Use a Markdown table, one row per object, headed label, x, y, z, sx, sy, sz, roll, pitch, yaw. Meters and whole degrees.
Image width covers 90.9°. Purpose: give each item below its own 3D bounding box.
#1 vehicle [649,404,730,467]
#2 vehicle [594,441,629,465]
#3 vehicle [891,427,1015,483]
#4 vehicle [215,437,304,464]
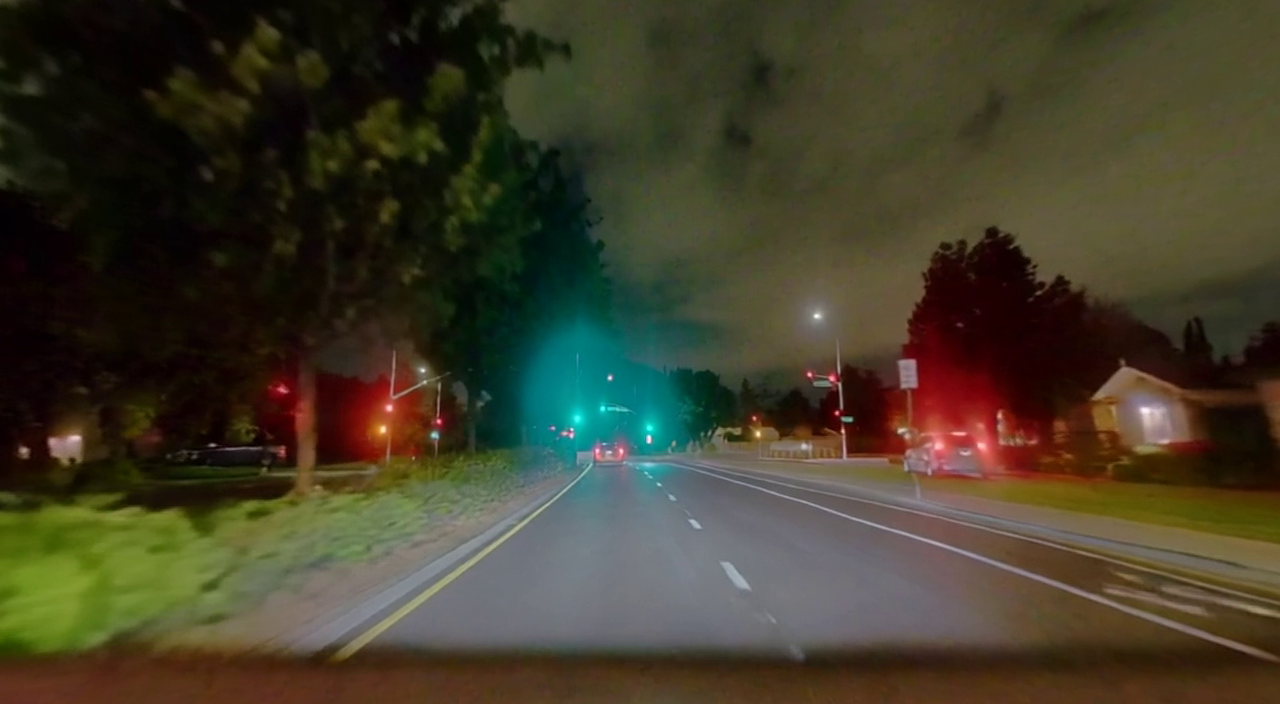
| label | x | y | z | sx | sy | sz | roll | pitch | yaw |
| --- | --- | --- | --- | --- | --- | --- | --- | --- | --- |
| vehicle | 2.723 | 5.338 | 39.609 | 3.037 | 3.261 | 12.926 | 1 | -9 | -5 |
| vehicle | -1.911 | 6.614 | 41.338 | 2.113 | 1.462 | 4.203 | 1 | -9 | -4 |
| vehicle | 11.299 | 3.767 | 23.261 | 2.145 | 1.795 | 4.992 | 0 | -9 | 2 |
| vehicle | -24.355 | 6.337 | 40.516 | 4.348 | 1.653 | 1.948 | 2 | -9 | -11 |
